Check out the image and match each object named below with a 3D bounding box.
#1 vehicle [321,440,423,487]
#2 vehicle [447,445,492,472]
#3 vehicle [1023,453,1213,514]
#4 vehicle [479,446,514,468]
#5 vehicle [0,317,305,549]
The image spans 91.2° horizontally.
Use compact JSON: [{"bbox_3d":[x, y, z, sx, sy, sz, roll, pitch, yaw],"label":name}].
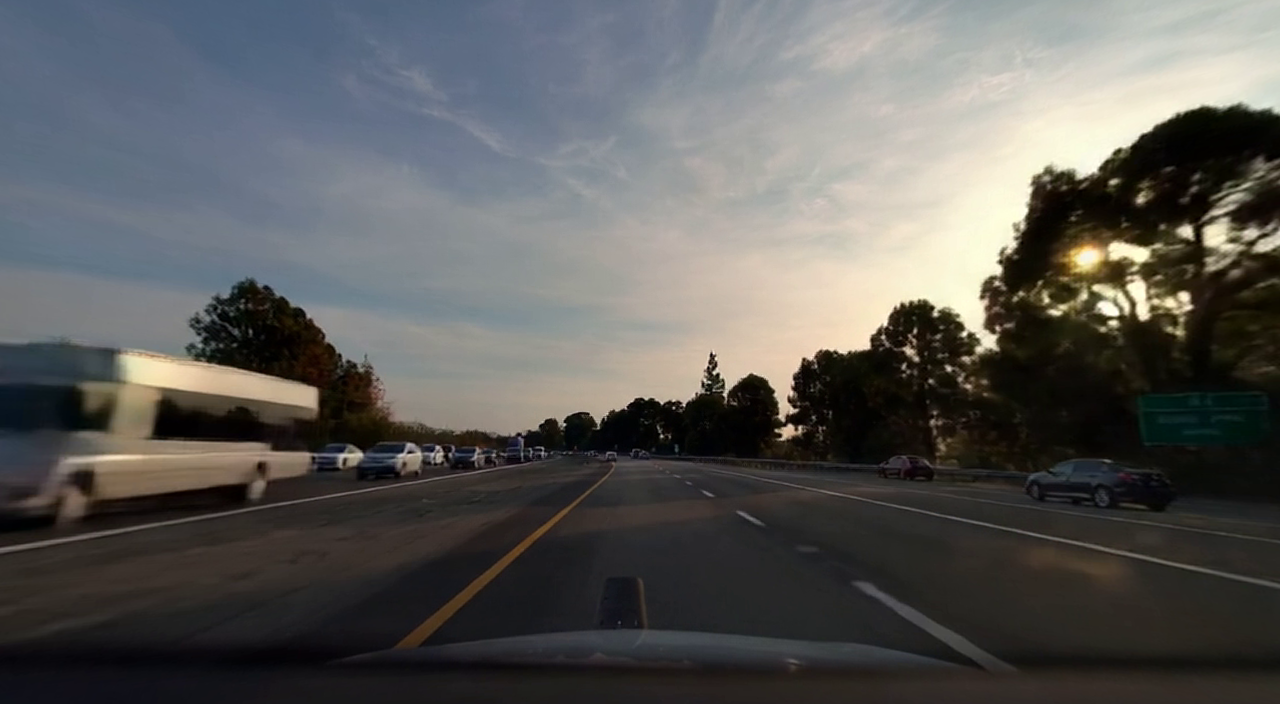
[{"bbox_3d":[-9.235,3.862,22.016,1.839,1.474,4.225,0,-9,-3],"label":"vehicle"},{"bbox_3d":[-10.136,6.350,37.563,1.797,1.477,3.854,0,-9,-3],"label":"vehicle"},{"bbox_3d":[13.883,3.802,18.659,1.941,1.536,4.585,0,-9,-2],"label":"vehicle"},{"bbox_3d":[-10.629,7.799,46.564,1.832,1.507,3.859,0,-9,-2],"label":"vehicle"},{"bbox_3d":[-8.559,1.429,10.525,2.356,2.637,6.975,0,-9,-4],"label":"vehicle"}]
